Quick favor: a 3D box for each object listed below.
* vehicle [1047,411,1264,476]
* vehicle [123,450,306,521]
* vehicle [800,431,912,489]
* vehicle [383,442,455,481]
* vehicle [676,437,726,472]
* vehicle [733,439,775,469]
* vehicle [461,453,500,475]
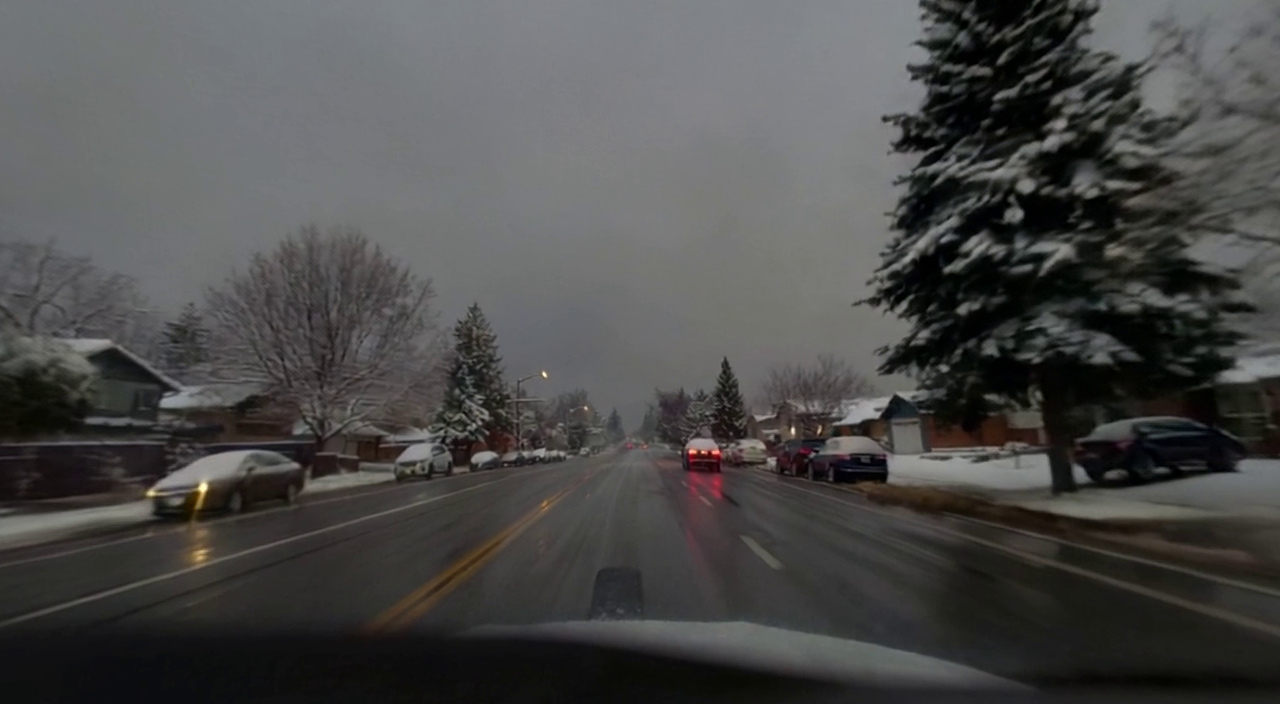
[{"bbox_3d":[14.556,2.598,18.016,4.630,1.738,1.943,1,-8,-5],"label":"vehicle"},{"bbox_3d":[-11.549,3.593,17.671,1.953,1.649,4.648,0,-8,-1],"label":"vehicle"},{"bbox_3d":[7.496,3.798,22.562,2.071,1.793,5.072,0,-8,-1],"label":"vehicle"},{"bbox_3d":[-11.584,5.749,33.478,2.181,1.920,4.570,0,-8,0],"label":"vehicle"},{"bbox_3d":[3.027,5.185,32.195,1.951,1.620,4.582,0,-8,-2],"label":"vehicle"},{"bbox_3d":[7.558,6.800,42.155,1.873,1.867,4.673,0,-8,0],"label":"vehicle"},{"bbox_3d":[-11.725,8.201,46.625,1.809,1.476,4.423,0,-8,-2],"label":"vehicle"}]
